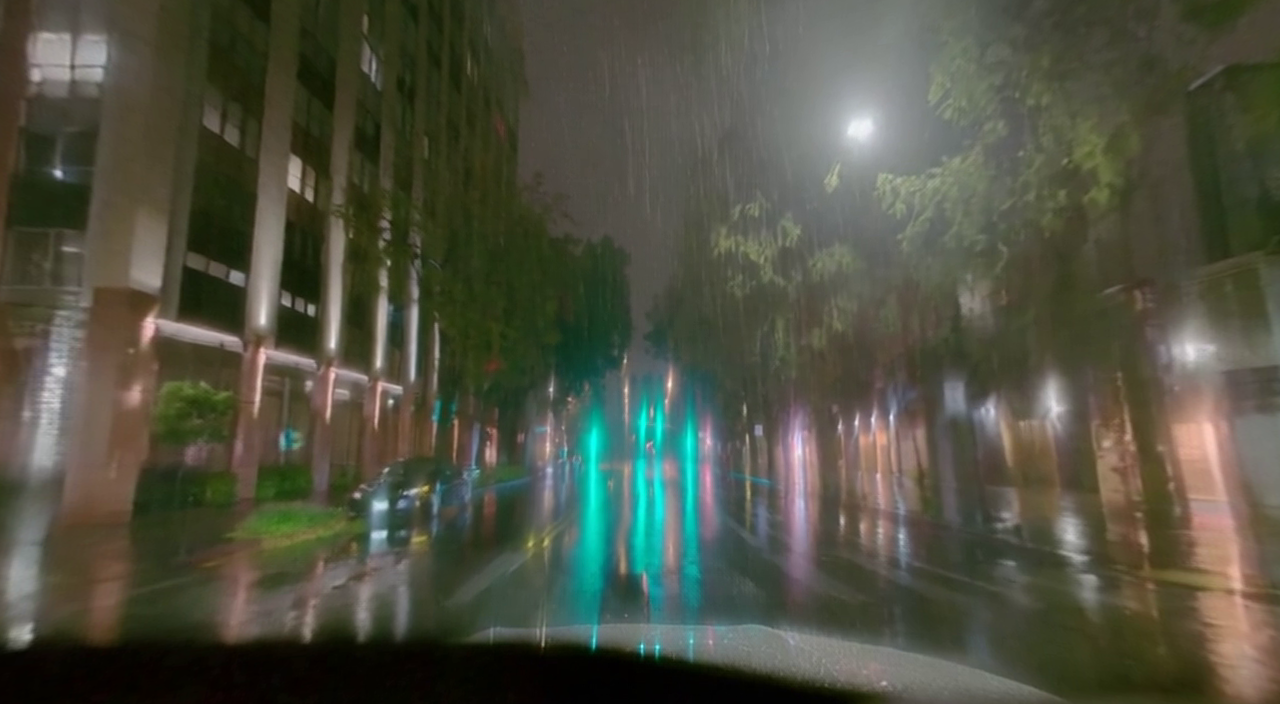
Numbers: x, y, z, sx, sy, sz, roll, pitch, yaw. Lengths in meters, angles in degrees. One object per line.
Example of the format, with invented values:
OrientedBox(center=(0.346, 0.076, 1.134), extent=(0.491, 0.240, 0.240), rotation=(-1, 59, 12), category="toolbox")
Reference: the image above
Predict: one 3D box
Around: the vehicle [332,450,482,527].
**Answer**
OrientedBox(center=(-5.848, 3.457, 16.596), extent=(2.223, 1.658, 4.621), rotation=(0, -9, 0), category="vehicle")

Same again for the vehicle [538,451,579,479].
OrientedBox(center=(-5.513, 7.708, 43.259), extent=(2.147, 1.701, 4.879), rotation=(-1, -8, 1), category="vehicle")
